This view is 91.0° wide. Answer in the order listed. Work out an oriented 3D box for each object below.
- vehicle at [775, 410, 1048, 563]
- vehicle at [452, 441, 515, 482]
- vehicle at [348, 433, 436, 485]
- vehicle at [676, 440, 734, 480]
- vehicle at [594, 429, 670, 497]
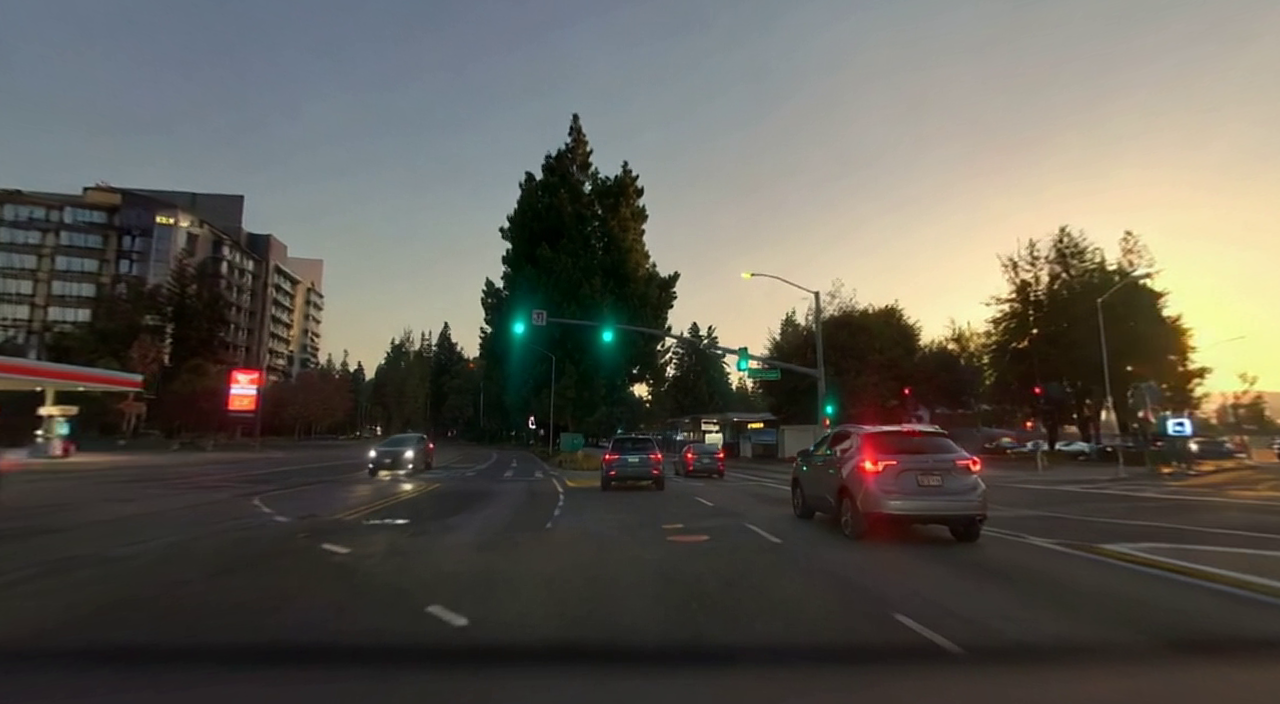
[{"bbox_3d":[3.603,1.863,9.430,2.000,1.745,4.206,0,-8,-3],"label":"vehicle"},{"bbox_3d":[-6.325,4.456,25.942,1.987,1.505,4.337,1,-8,-7],"label":"vehicle"},{"bbox_3d":[-9.219,3.987,23.834,1.992,1.755,4.283,1,-8,-6],"label":"vehicle"},{"bbox_3d":[2.766,4.698,27.634,1.800,1.592,3.658,1,-8,-6],"label":"vehicle"},{"bbox_3d":[-0.320,3.296,19.082,2.051,1.798,4.168,0,-8,-3],"label":"vehicle"}]
